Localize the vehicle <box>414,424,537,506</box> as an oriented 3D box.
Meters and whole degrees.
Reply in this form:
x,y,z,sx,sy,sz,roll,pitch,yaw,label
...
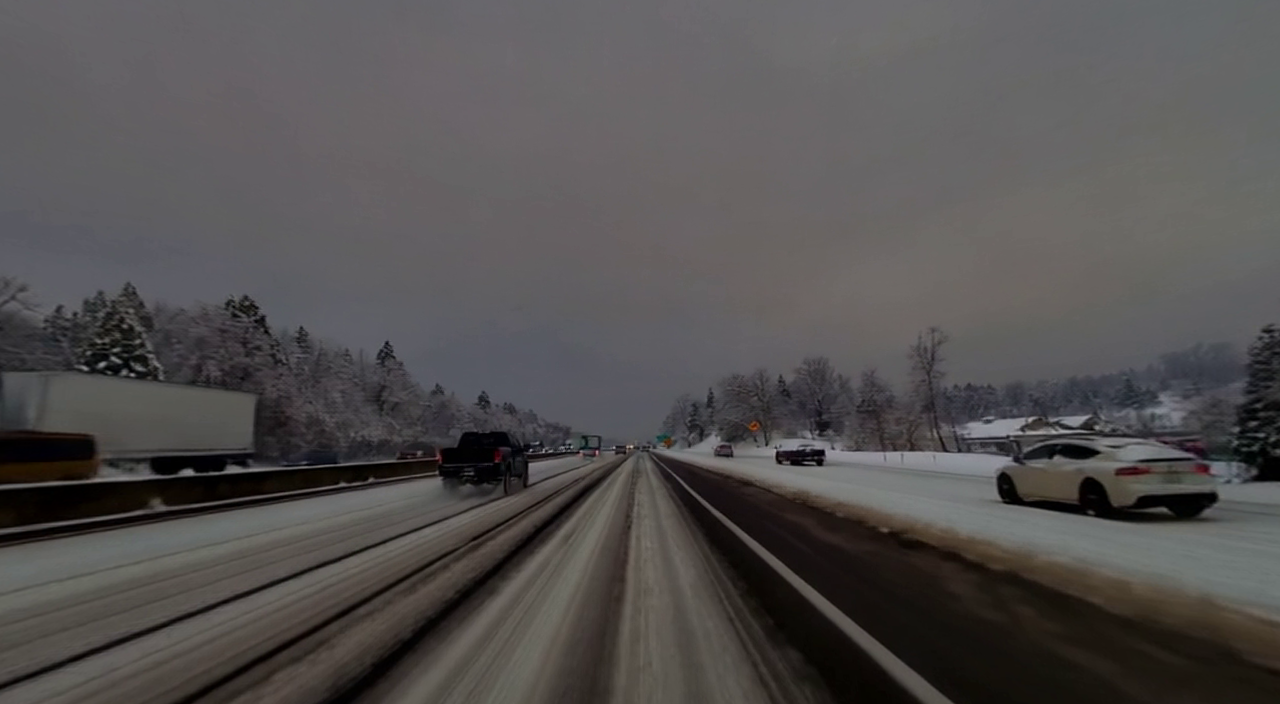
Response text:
x,y,z,sx,sy,sz,roll,pitch,yaw,label
-4.293,3.047,17.388,1.994,1.911,4.819,0,-9,1,vehicle

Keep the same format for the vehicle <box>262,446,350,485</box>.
x,y,z,sx,sy,sz,roll,pitch,yaw,label
-17.084,5.788,32.530,2.042,1.826,4.395,0,-9,1,vehicle

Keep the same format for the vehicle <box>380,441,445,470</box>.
x,y,z,sx,sy,sz,roll,pitch,yaw,label
-17.077,7.805,47.784,2.477,2.066,5.967,0,-9,2,vehicle

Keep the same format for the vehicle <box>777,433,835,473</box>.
x,y,z,sx,sy,sz,roll,pitch,yaw,label
9.533,5.857,36.713,2.061,2.115,4.635,0,-9,0,vehicle

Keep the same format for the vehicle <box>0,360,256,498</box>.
x,y,z,sx,sy,sz,roll,pitch,yaw,label
-24.992,3.780,29.363,3.645,4.961,16.706,0,-9,0,vehicle

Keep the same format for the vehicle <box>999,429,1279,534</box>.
x,y,z,sx,sy,sz,roll,pitch,yaw,label
9.199,2.382,12.177,1.971,1.638,4.295,0,-9,0,vehicle

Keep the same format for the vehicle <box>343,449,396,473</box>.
x,y,z,sx,sy,sz,roll,pitch,yaw,label
-20.692,8.333,48.412,1.929,1.710,4.688,0,-9,1,vehicle
